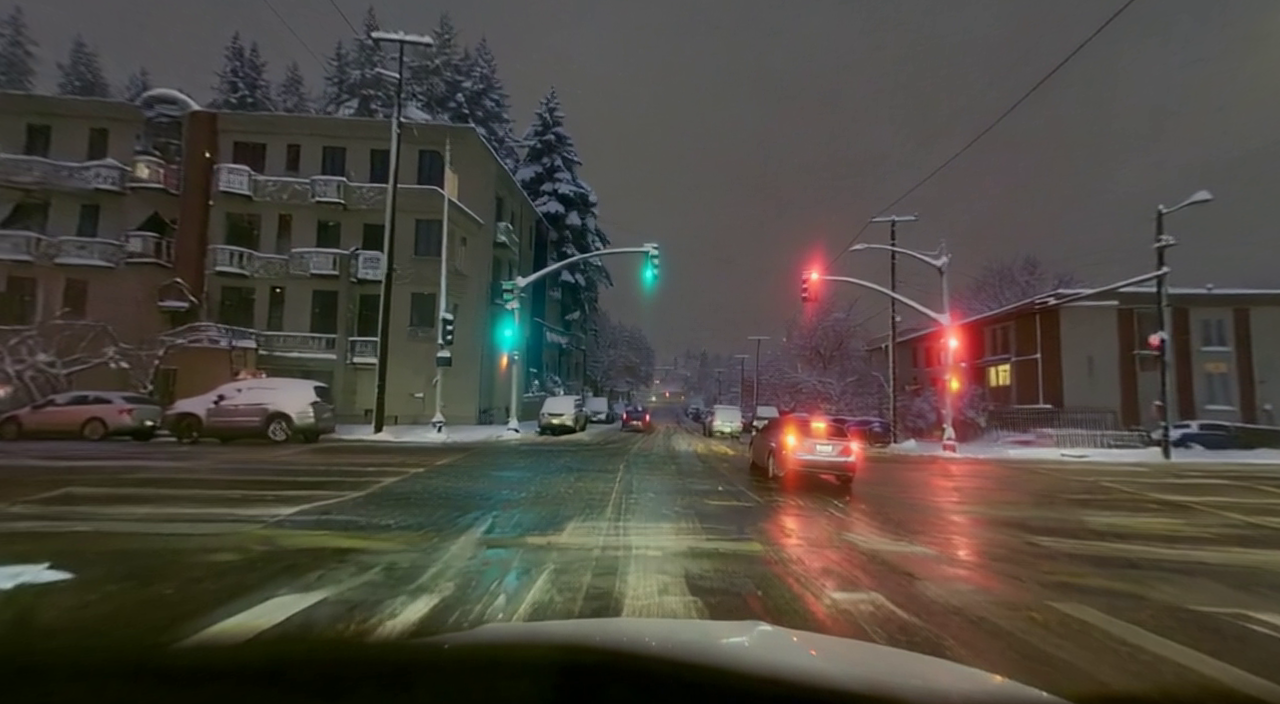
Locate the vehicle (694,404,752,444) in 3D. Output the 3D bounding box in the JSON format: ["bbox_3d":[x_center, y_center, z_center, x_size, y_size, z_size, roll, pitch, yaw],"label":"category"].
[{"bbox_3d":[3.703,3.386,29.056,2.093,1.655,4.327,0,-9,0],"label":"vehicle"}]

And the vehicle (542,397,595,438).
[{"bbox_3d":[-2.931,2.807,26.459,1.878,1.521,3.697,0,-9,-2],"label":"vehicle"}]

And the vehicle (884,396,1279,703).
[{"bbox_3d":[3.050,0.993,2.809,2.055,1.450,4.676,0,-9,0],"label":"vehicle"}]

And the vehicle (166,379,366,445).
[{"bbox_3d":[-10.401,1.747,17.823,4.304,1.755,2.083,0,-9,1],"label":"vehicle"}]

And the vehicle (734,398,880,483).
[{"bbox_3d":[3.265,1.735,13.219,1.970,1.490,4.016,0,-5,0],"label":"vehicle"}]

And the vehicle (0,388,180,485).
[{"bbox_3d":[-11.181,1.440,11.276,4.507,1.455,1.927,0,0,1],"label":"vehicle"}]

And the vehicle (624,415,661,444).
[{"bbox_3d":[0.140,4.313,34.740,1.923,1.460,3.923,0,-9,0],"label":"vehicle"}]
